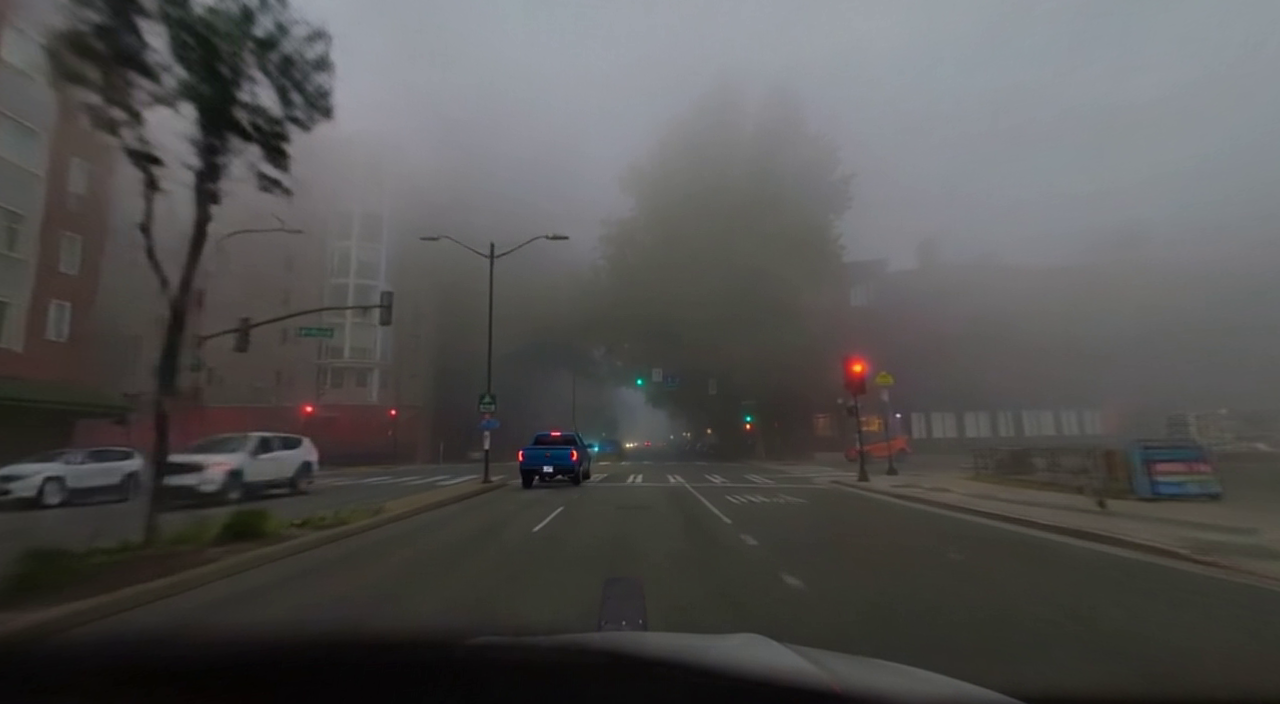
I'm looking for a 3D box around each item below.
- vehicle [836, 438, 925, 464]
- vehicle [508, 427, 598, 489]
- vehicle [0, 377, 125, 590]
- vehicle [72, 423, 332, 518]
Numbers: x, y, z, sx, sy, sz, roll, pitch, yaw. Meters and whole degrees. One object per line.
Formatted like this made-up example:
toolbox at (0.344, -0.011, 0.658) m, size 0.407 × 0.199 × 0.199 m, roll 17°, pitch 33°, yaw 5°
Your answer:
vehicle at (14.004, 5.788, 36.921) m, size 4.447 × 1.484 × 1.928 m, roll 0°, pitch -9°, yaw 1°
vehicle at (-2.726, 3.523, 21.297) m, size 2.197 × 1.786 × 5.365 m, roll 0°, pitch -9°, yaw 1°
vehicle at (-7.115, 0.985, 4.270) m, size 2.308 × 1.961 × 5.807 m, roll 0°, pitch -9°, yaw 0°
vehicle at (-10.206, 2.814, 15.556) m, size 2.315 × 1.892 × 5.668 m, roll 0°, pitch -9°, yaw 0°
